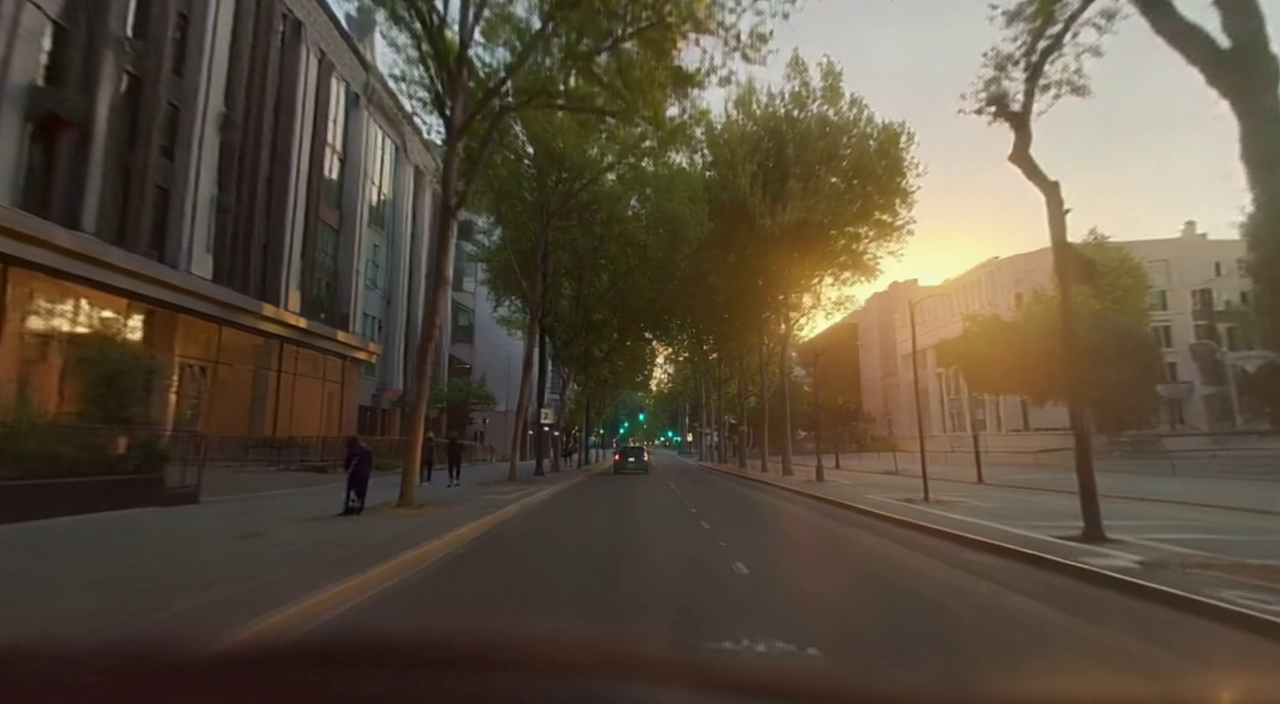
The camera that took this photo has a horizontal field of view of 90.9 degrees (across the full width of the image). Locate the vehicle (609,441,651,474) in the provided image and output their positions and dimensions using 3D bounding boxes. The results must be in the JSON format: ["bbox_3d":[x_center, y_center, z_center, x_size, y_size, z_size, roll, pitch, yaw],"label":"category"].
[{"bbox_3d":[-0.498,5.482,32.929,2.079,1.621,3.861,0,-8,-1],"label":"vehicle"}]
